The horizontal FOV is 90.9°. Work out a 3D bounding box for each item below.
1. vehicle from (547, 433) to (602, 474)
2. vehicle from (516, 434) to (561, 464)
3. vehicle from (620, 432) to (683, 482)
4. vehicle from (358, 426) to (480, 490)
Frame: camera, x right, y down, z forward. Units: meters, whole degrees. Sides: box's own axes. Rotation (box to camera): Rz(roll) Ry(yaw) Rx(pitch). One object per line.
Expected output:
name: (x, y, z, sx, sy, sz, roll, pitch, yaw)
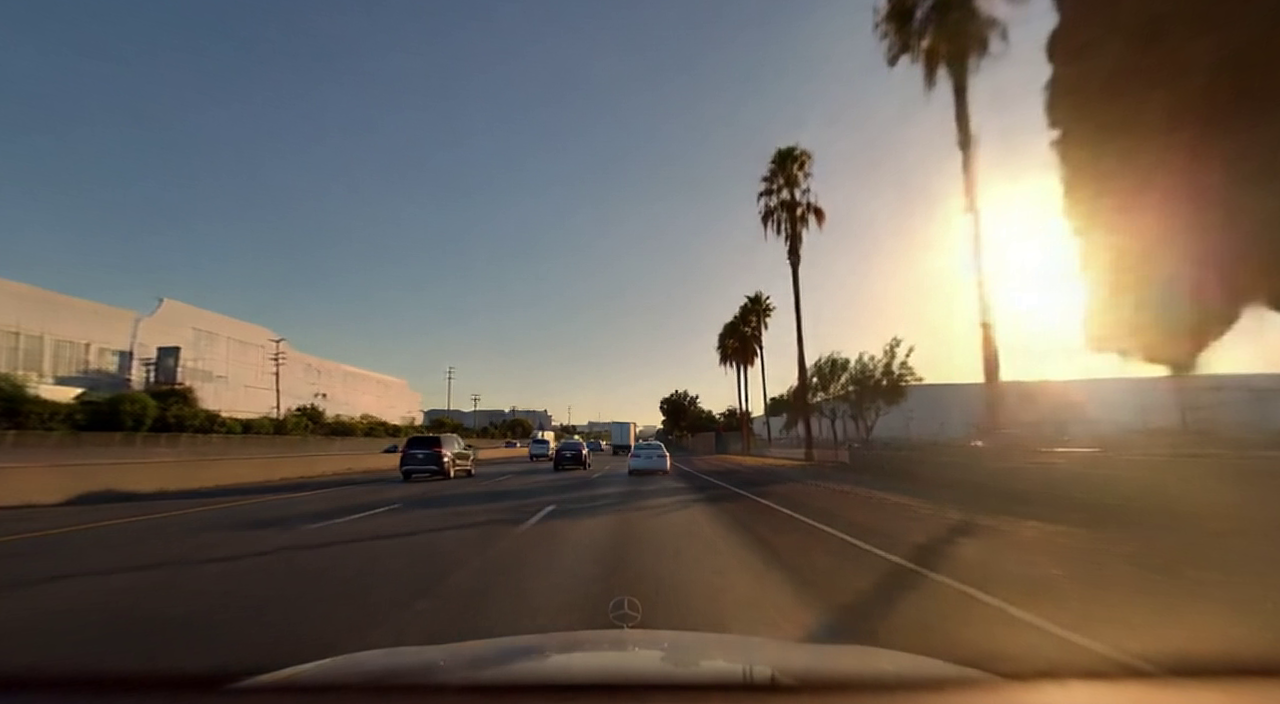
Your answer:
vehicle: (-3.126, 4.927, 30.964, 2.108, 1.832, 4.549, 0, -8, 1)
vehicle: (-6.845, 6.610, 43.159, 2.085, 1.932, 4.967, -1, -8, 2)
vehicle: (0.381, 3.882, 23.515, 2.136, 1.678, 4.052, 0, -8, 0)
vehicle: (-6.903, 3.367, 20.342, 2.105, 1.790, 4.689, 0, -8, 2)
